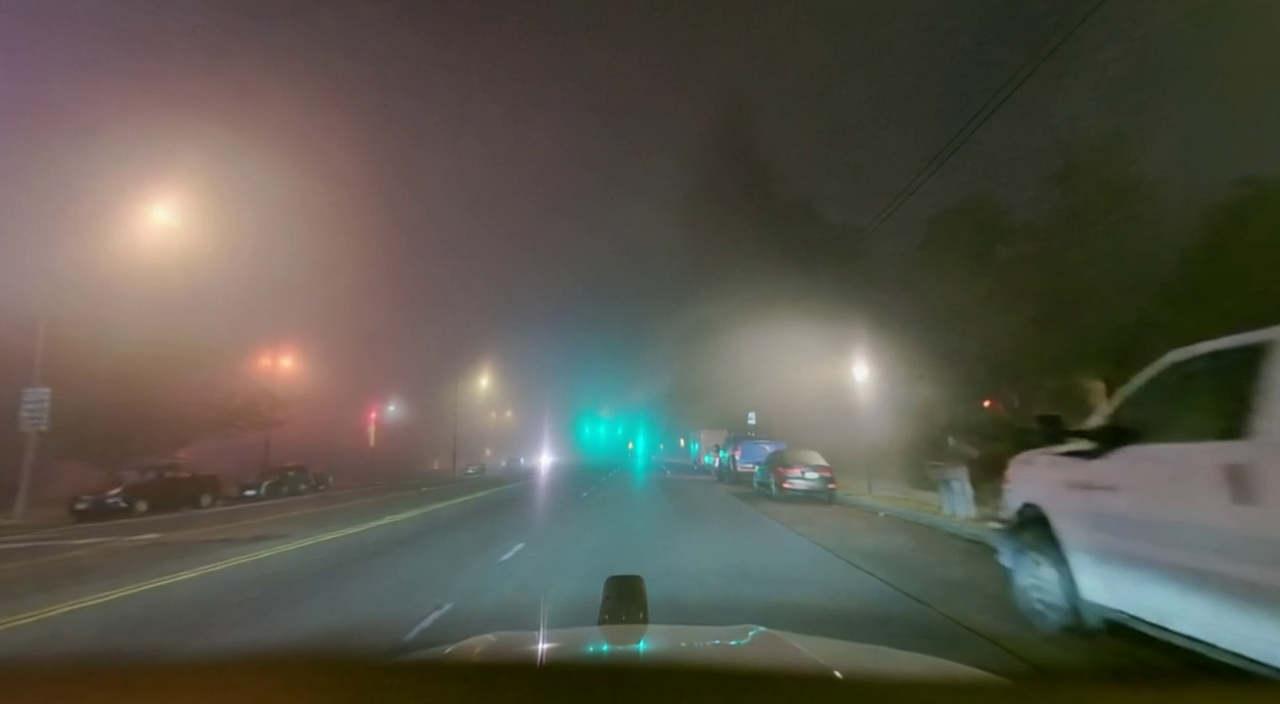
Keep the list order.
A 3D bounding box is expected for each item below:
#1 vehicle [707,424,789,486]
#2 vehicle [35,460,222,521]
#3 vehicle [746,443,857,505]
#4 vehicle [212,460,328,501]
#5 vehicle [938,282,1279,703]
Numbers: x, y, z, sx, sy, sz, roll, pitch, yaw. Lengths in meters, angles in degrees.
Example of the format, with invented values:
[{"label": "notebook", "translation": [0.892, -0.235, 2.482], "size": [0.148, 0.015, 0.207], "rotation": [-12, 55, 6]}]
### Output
[{"label": "vehicle", "translation": [4.132, 4.083, 25.120], "size": [2.293, 2.171, 5.871], "rotation": [0, -9, 1]}, {"label": "vehicle", "translation": [-15.168, 4.089, 19.023], "size": [1.992, 1.517, 4.426], "rotation": [0, -9, -2]}, {"label": "vehicle", "translation": [4.238, 3.258, 17.267], "size": [1.804, 1.432, 4.594], "rotation": [0, -9, 0]}, {"label": "vehicle", "translation": [-15.266, 5.290, 26.279], "size": [1.944, 1.454, 4.581], "rotation": [-1, -9, 2]}, {"label": "vehicle", "translation": [3.714, 0.696, 2.232], "size": [2.372, 2.008, 6.181], "rotation": [0, -9, 1]}]
